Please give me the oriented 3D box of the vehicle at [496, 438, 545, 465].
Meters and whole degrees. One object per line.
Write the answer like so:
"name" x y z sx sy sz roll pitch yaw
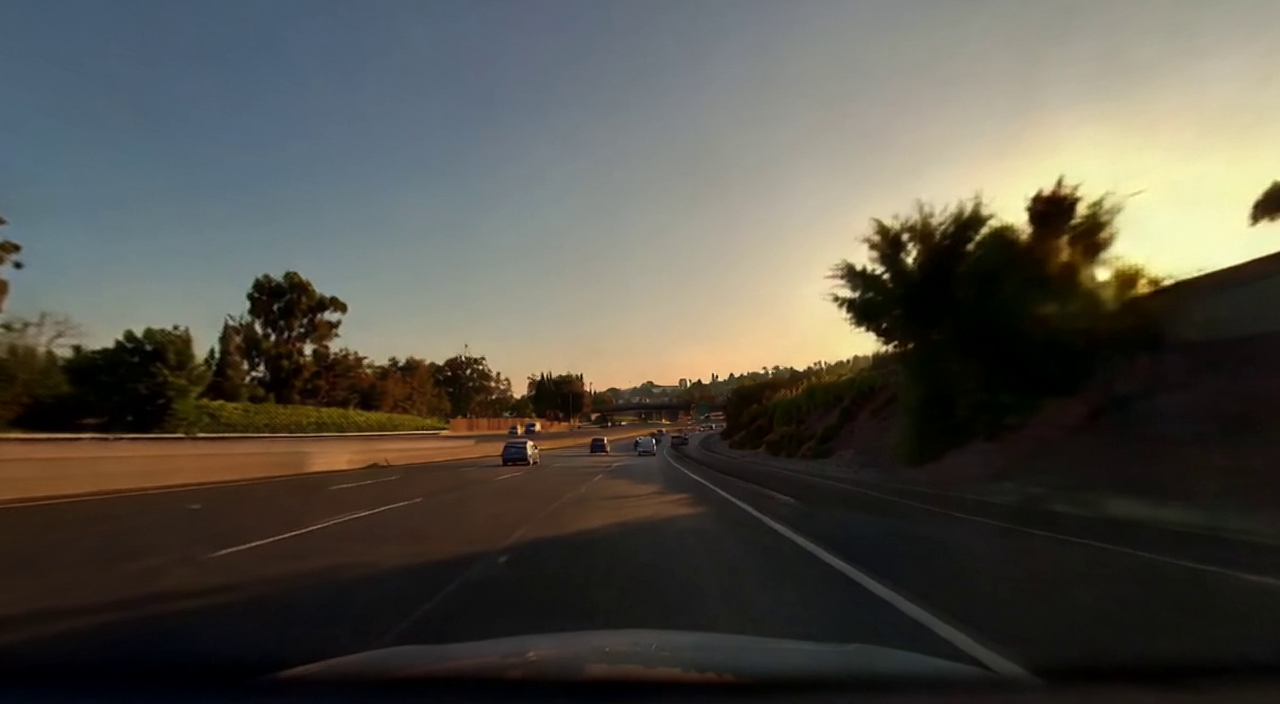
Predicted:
"vehicle" -6.993 5.878 37.320 1.966 1.488 4.243 0 -8 1
